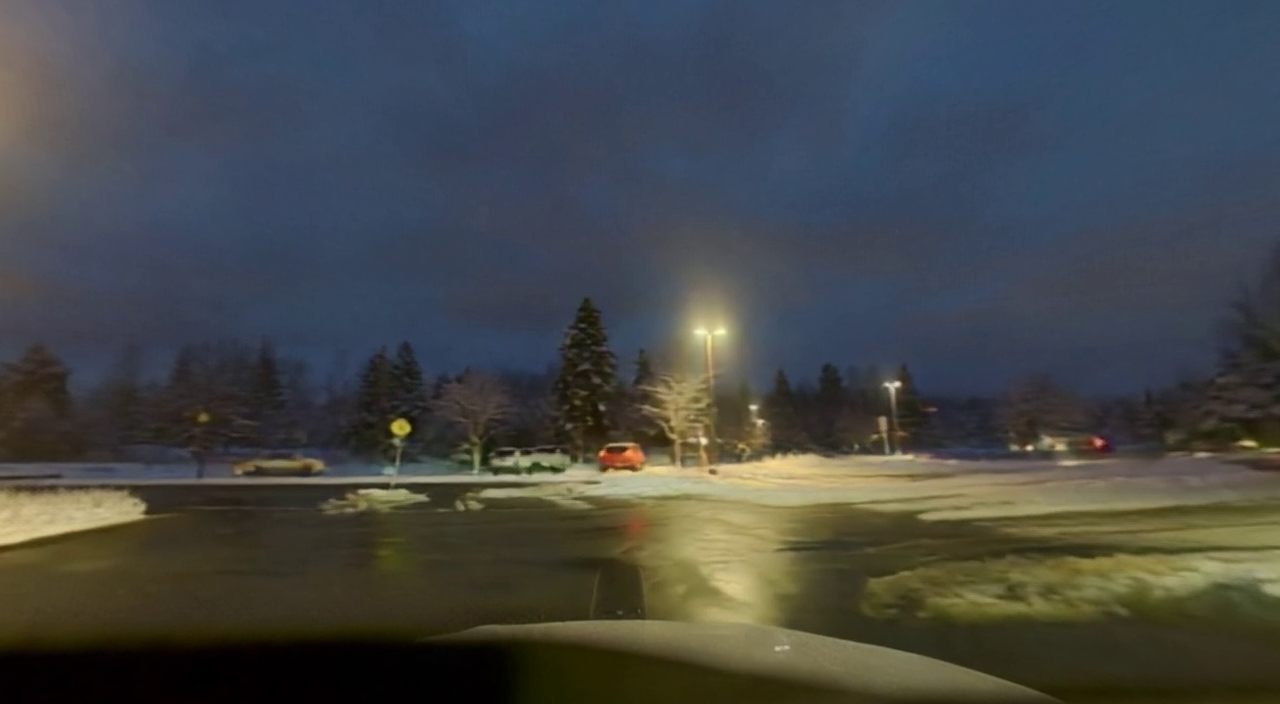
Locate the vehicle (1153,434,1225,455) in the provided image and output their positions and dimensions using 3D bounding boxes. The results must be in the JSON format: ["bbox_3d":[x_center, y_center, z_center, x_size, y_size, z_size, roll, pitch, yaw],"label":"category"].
[{"bbox_3d":[42.710,7.179,49.209,3.754,1.531,1.895,-1,-8,-1],"label":"vehicle"}]

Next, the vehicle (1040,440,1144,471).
[{"bbox_3d":[21.572,4.933,30.197,4.059,1.388,1.726,2,-9,-14],"label":"vehicle"}]

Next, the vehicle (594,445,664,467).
[{"bbox_3d":[-0.761,7.278,44.440,4.601,1.484,1.839,3,-9,-20],"label":"vehicle"}]

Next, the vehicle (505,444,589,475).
[{"bbox_3d":[-5.440,6.292,36.878,4.666,1.634,1.816,3,-13,-15],"label":"vehicle"}]

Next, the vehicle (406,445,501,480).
[{"bbox_3d":[-10.398,6.175,35.527,4.939,1.664,2.055,1,-5,-14],"label":"vehicle"}]

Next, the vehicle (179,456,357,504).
[{"bbox_3d":[-12.418,4.286,21.464,4.772,1.441,1.976,2,-9,-13],"label":"vehicle"}]

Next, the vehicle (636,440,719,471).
[{"bbox_3d":[2.303,6.324,38.823,4.660,1.687,1.981,2,-6,-17],"label":"vehicle"}]

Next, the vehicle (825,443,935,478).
[{"bbox_3d":[10.435,4.715,27.562,4.106,1.449,1.760,2,-9,-14],"label":"vehicle"}]

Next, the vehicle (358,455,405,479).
[{"bbox_3d":[-16.756,7.454,41.121,2.190,1.441,3.759,2,-9,-13],"label":"vehicle"}]
